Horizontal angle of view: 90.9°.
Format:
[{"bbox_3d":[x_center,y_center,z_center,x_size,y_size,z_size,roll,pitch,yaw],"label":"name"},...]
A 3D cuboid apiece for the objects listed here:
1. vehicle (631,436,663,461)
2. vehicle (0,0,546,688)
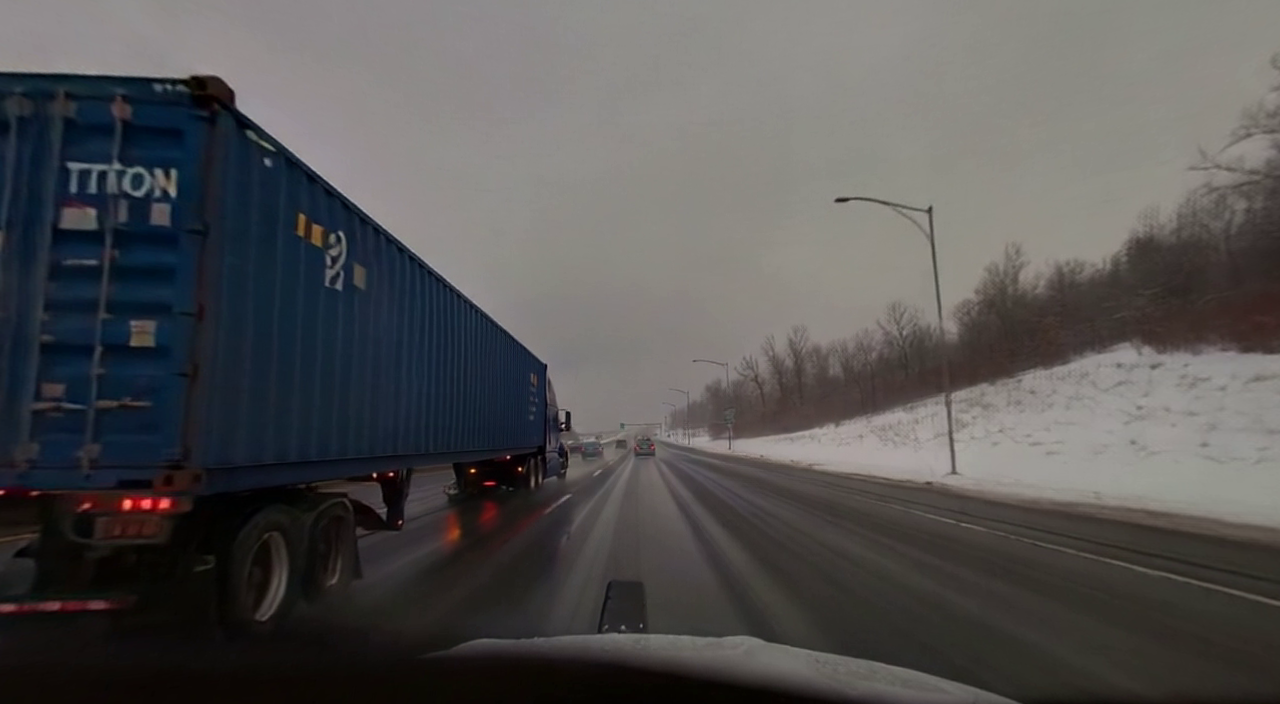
[{"bbox_3d":[0.450,6.813,44.603,2.136,1.718,4.157,0,-8,0],"label":"vehicle"},{"bbox_3d":[-3.997,0.720,10.192,2.840,4.032,13.388,0,-8,0],"label":"vehicle"}]
